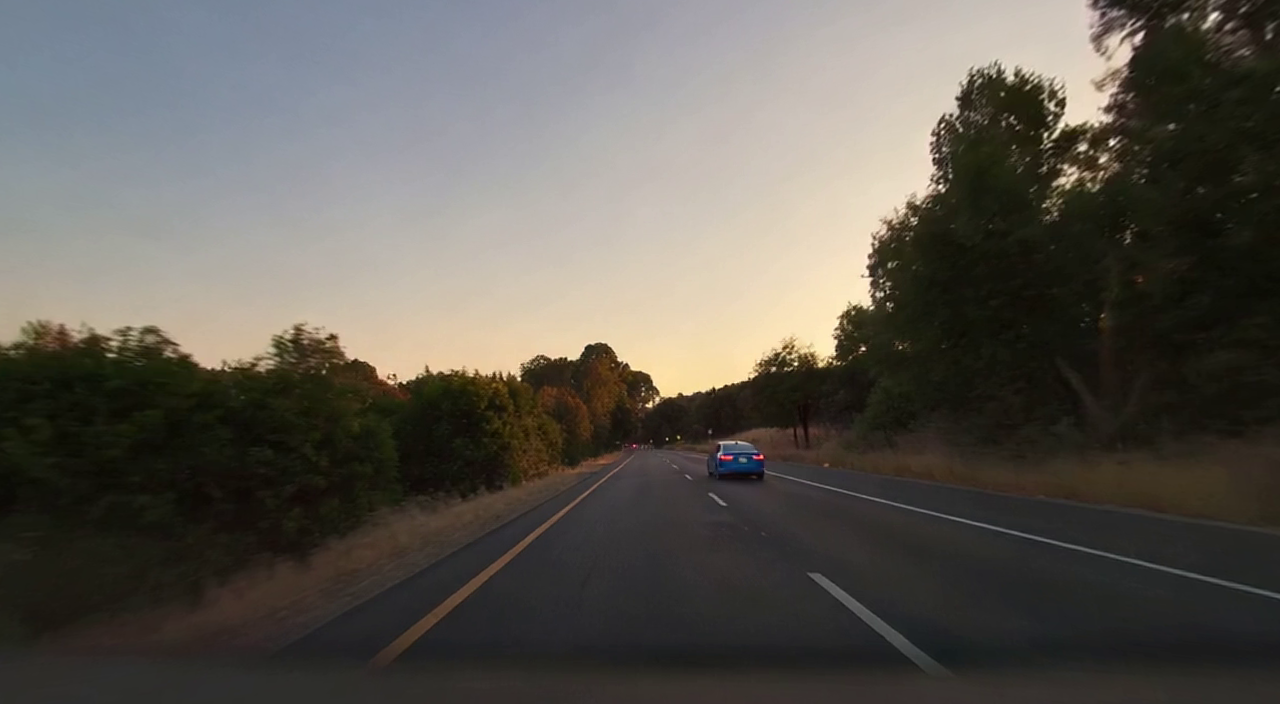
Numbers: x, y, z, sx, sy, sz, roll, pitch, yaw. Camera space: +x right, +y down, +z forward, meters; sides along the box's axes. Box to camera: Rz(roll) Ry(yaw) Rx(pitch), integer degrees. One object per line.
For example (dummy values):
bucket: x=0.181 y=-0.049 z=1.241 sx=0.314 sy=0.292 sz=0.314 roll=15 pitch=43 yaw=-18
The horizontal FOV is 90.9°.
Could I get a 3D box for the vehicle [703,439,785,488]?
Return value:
vehicle: x=3.401 y=3.734 z=21.535 sx=2.003 sy=1.466 sz=4.441 roll=0 pitch=-8 yaw=-1
